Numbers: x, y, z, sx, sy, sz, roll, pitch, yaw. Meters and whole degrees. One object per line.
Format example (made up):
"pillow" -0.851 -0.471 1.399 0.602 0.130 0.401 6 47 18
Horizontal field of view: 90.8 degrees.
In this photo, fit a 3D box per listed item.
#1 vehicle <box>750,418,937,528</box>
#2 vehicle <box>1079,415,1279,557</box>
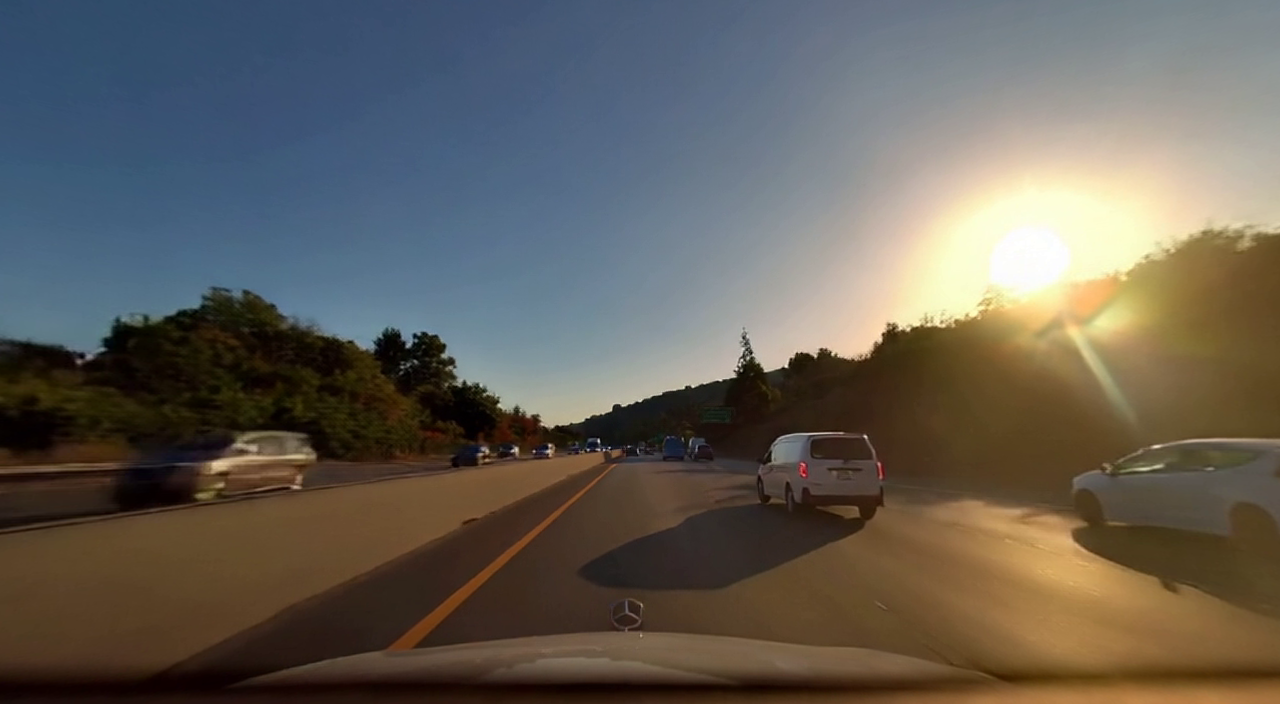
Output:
"vehicle" 3.667 2.296 12.478 2.070 1.751 4.576 0 -9 -1
"vehicle" 8.451 1.709 8.307 2.018 1.636 4.510 0 -9 -1
